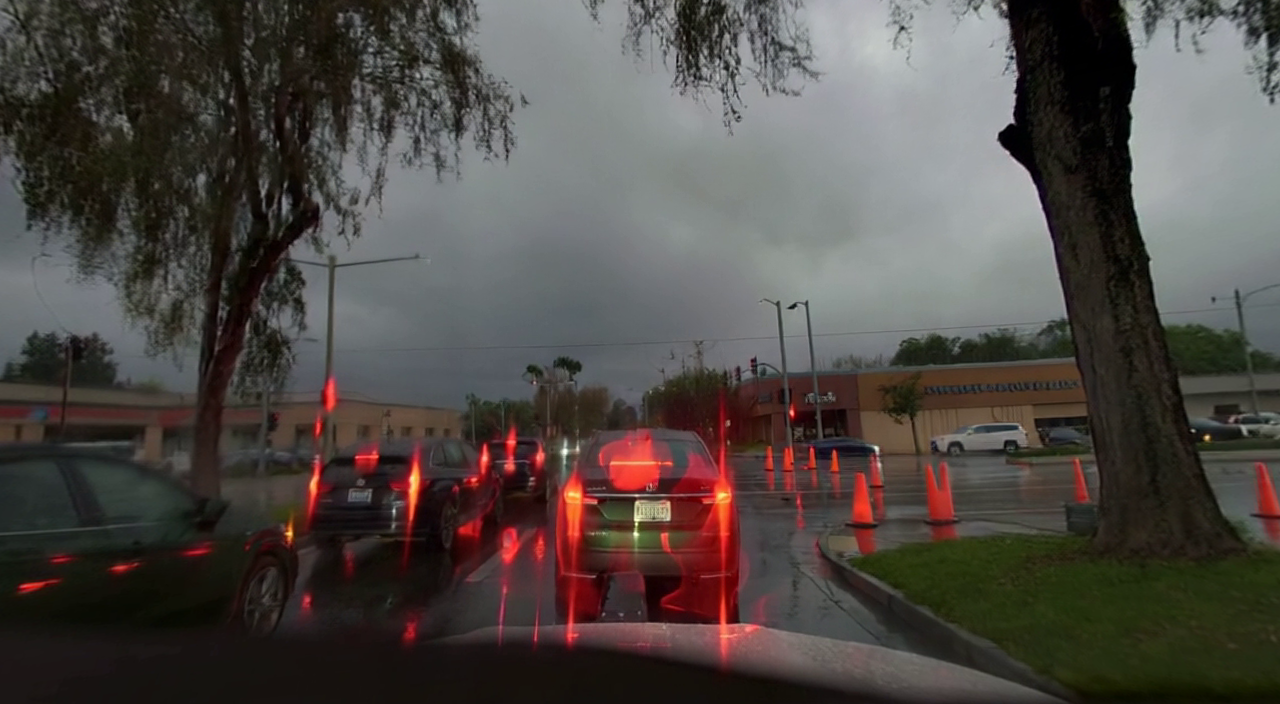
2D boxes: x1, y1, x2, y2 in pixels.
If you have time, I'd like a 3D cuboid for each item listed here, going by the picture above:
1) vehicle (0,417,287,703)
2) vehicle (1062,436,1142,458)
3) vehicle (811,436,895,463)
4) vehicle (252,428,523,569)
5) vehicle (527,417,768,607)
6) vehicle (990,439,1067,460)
[{"bbox_3d":[-3.591,0.950,2.143,1.964,1.497,4.722,0,-9,1],"label":"vehicle"},{"bbox_3d":[36.624,7.559,49.997,4.791,1.635,1.857,0,-9,1],"label":"vehicle"},{"bbox_3d":[13.809,6.363,41.053,4.805,1.688,1.923,-2,-9,7],"label":"vehicle"},{"bbox_3d":[-3.277,1.997,9.447,1.989,1.541,4.626,0,-9,2],"label":"vehicle"},{"bbox_3d":[0.103,1.627,7.211,2.021,1.560,3.676,0,-9,1],"label":"vehicle"},{"bbox_3d":[29.070,7.327,47.232,4.581,1.480,1.752,1,-9,0],"label":"vehicle"}]
